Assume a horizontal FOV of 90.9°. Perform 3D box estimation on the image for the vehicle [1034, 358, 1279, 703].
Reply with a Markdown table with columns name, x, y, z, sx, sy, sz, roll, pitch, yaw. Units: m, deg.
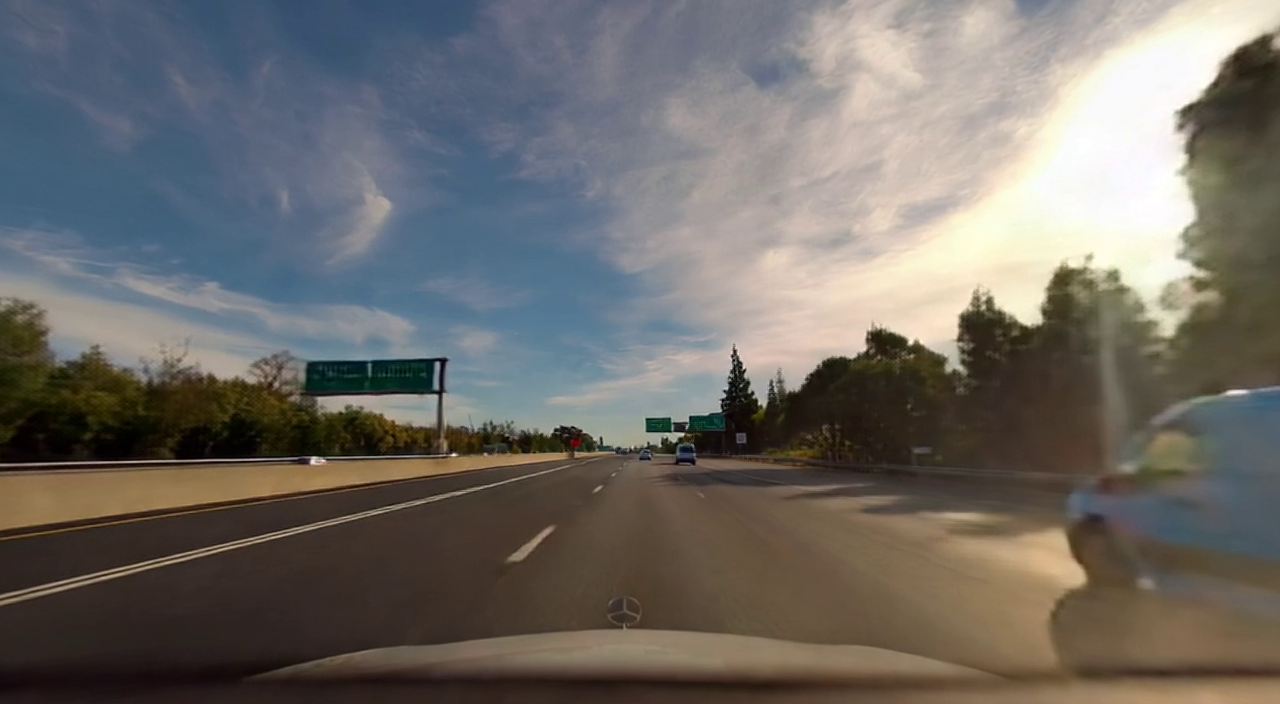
| name | x | y | z | sx | sy | sz | roll | pitch | yaw |
| --- | --- | --- | --- | --- | --- | --- | --- | --- | --- |
| vehicle | 4.351 | 0.892 | 3.008 | 1.971 | 1.795 | 4.389 | 0 | -9 | -2 |

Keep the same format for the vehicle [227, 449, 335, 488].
| name | x | y | z | sx | sy | sz | roll | pitch | yaw |
| --- | --- | --- | --- | --- | --- | --- | --- | --- | --- |
| vehicle | -15.302 | 4.978 | 27.225 | 1.903 | 1.486 | 4.666 | 0 | -9 | 1 |
